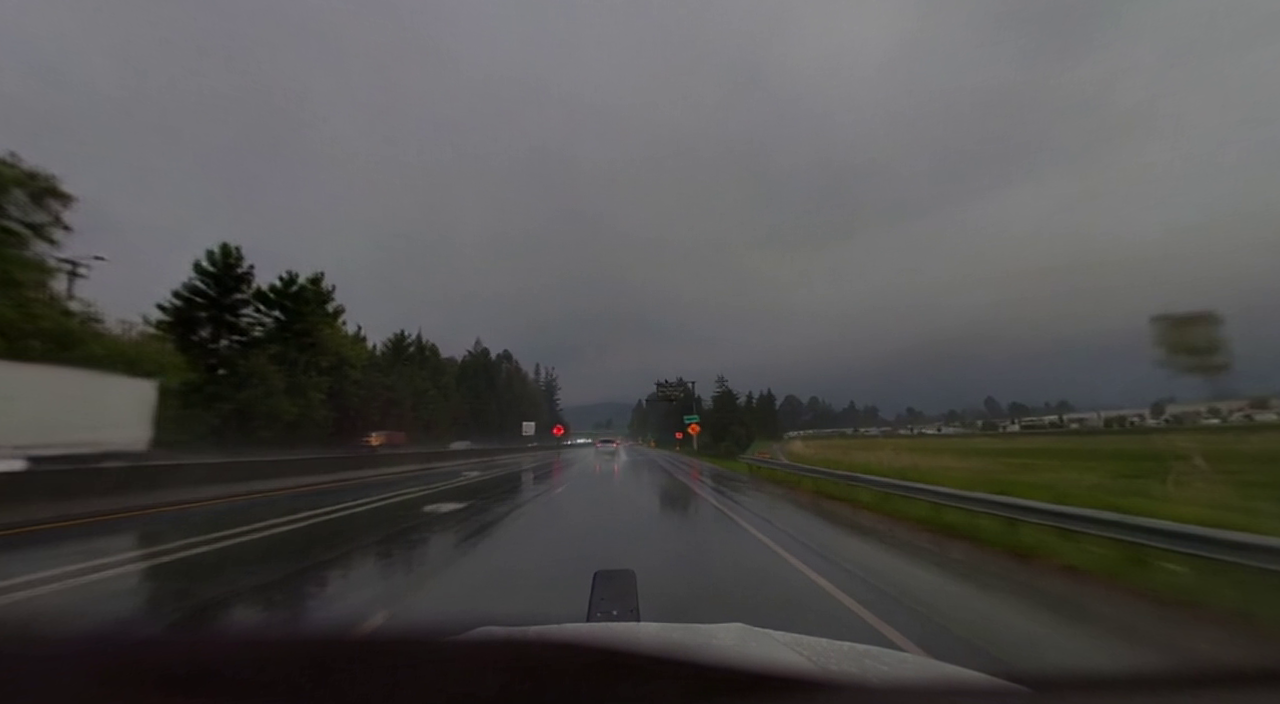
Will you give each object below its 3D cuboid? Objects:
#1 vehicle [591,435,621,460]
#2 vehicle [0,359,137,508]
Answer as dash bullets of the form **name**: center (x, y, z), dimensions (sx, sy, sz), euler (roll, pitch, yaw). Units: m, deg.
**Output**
- **vehicle**: center (-2.526, 7.281, 48.043), dimensions (2.188, 1.825, 4.282), euler (0, -8, -1)
- **vehicle**: center (-17.698, 2.073, 15.889), dimensions (2.869, 3.747, 8.541), euler (0, -8, 0)
